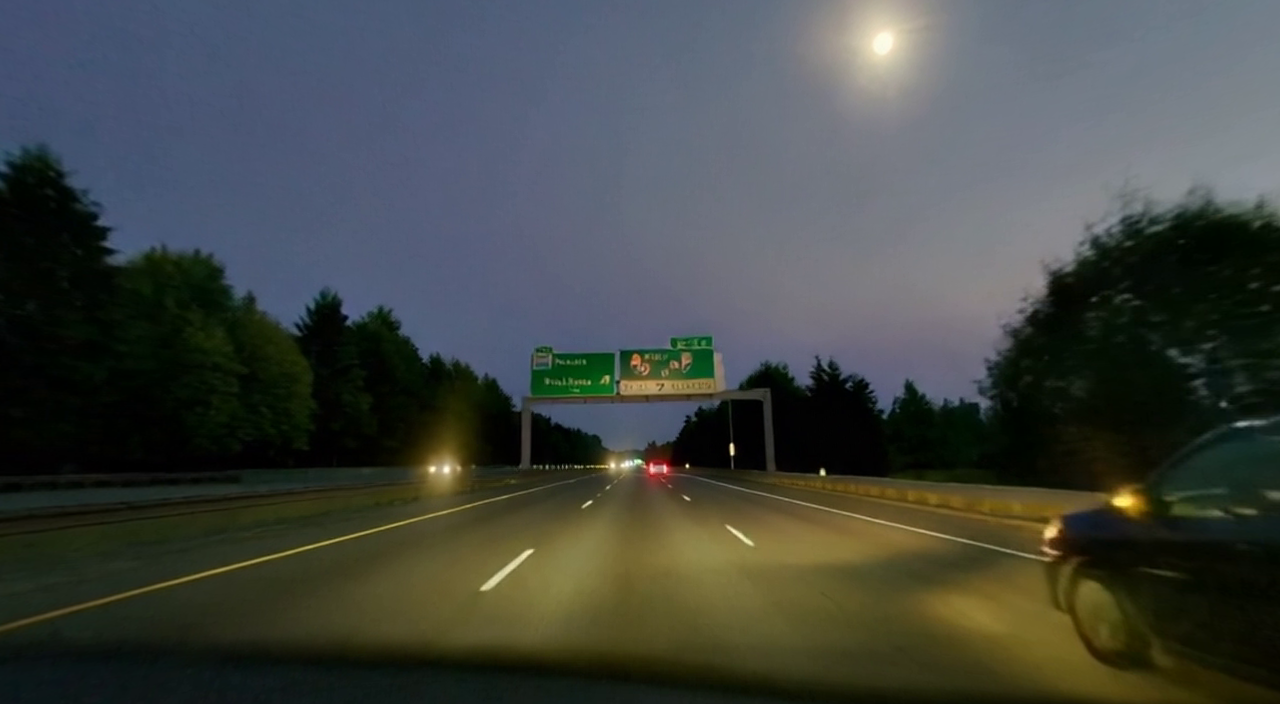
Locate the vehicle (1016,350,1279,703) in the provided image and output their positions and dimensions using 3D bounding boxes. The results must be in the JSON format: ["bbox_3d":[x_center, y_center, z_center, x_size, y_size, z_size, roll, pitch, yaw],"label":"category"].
[{"bbox_3d":[4.375,0.814,2.558,2.254,1.832,5.514,1,-11,0],"label":"vehicle"}]
